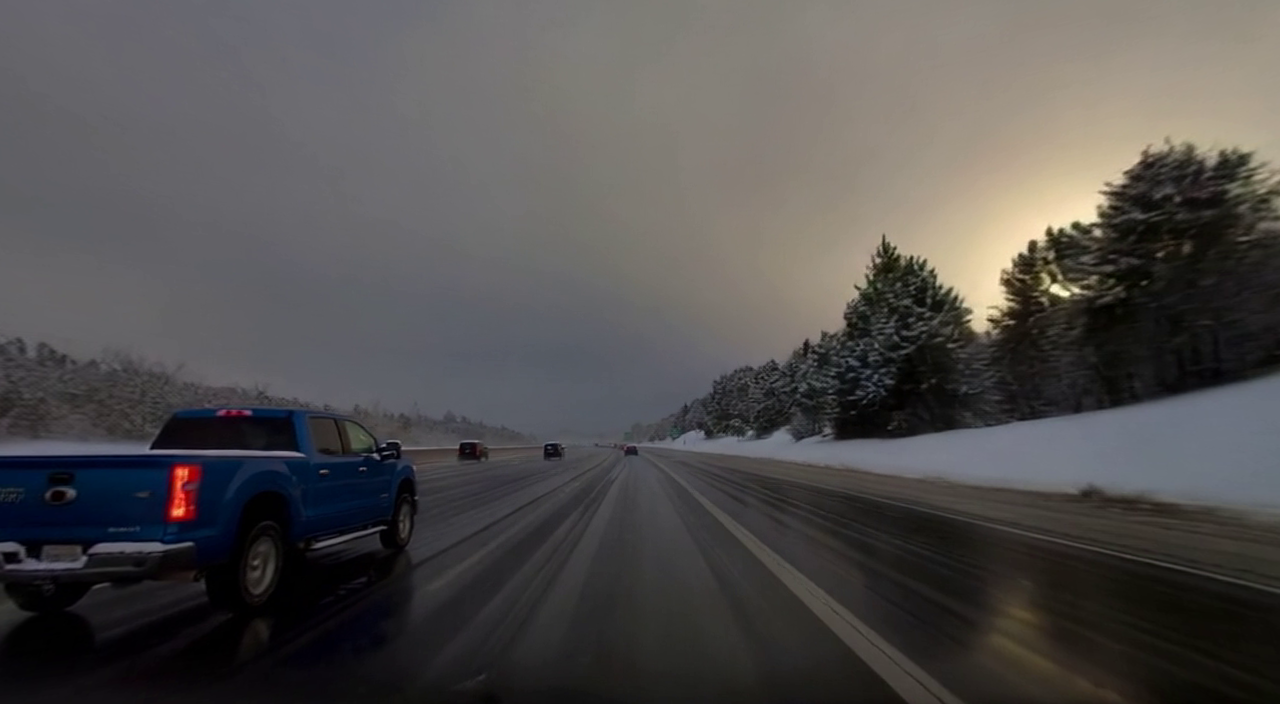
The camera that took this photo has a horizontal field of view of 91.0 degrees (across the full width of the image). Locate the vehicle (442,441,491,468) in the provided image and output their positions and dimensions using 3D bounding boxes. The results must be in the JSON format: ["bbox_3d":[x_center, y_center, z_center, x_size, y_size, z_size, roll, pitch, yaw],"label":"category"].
[{"bbox_3d":[-11.563,6.848,42.280,2.106,1.692,4.458,0,-9,-1],"label":"vehicle"}]

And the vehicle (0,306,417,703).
[{"bbox_3d":[-4.299,1.175,5.626,2.339,2.004,6.171,0,-9,0],"label":"vehicle"}]
